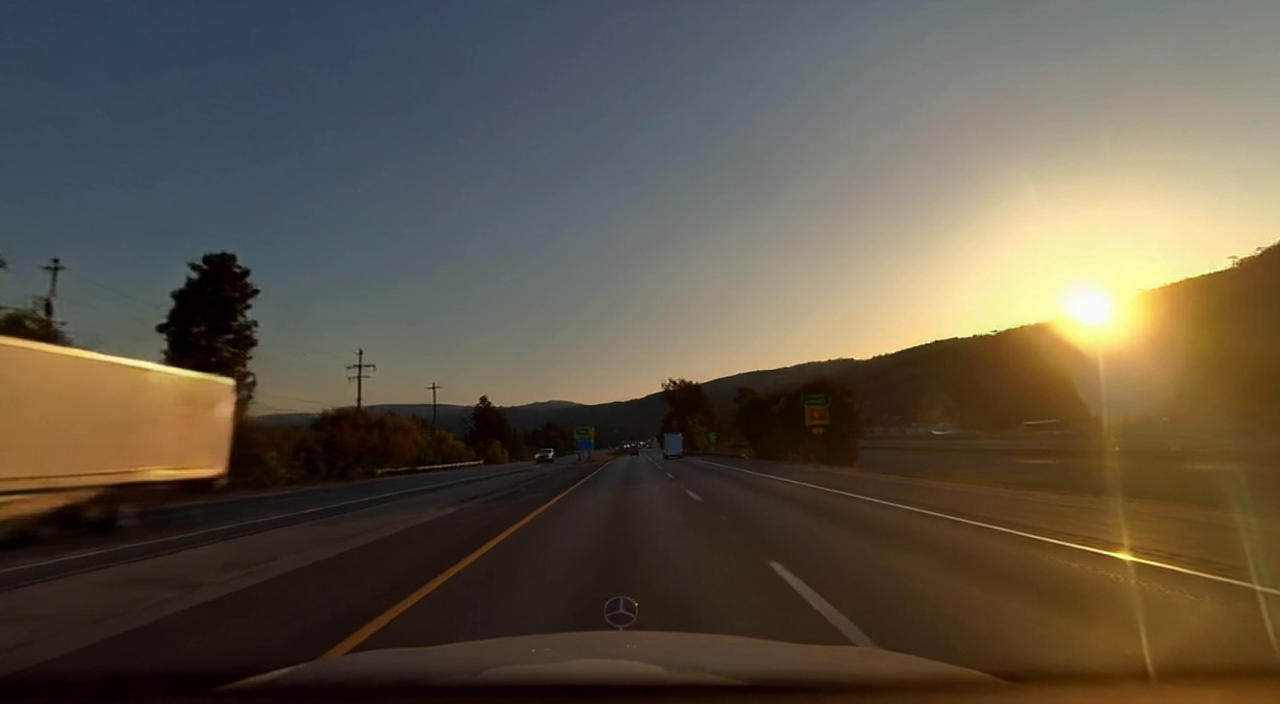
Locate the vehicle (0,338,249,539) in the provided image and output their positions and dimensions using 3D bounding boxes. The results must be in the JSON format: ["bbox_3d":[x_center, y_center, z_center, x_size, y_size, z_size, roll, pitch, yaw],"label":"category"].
[{"bbox_3d":[-14.379,2.348,16.529,2.857,4.032,8.182,0,-9,-1],"label":"vehicle"}]
